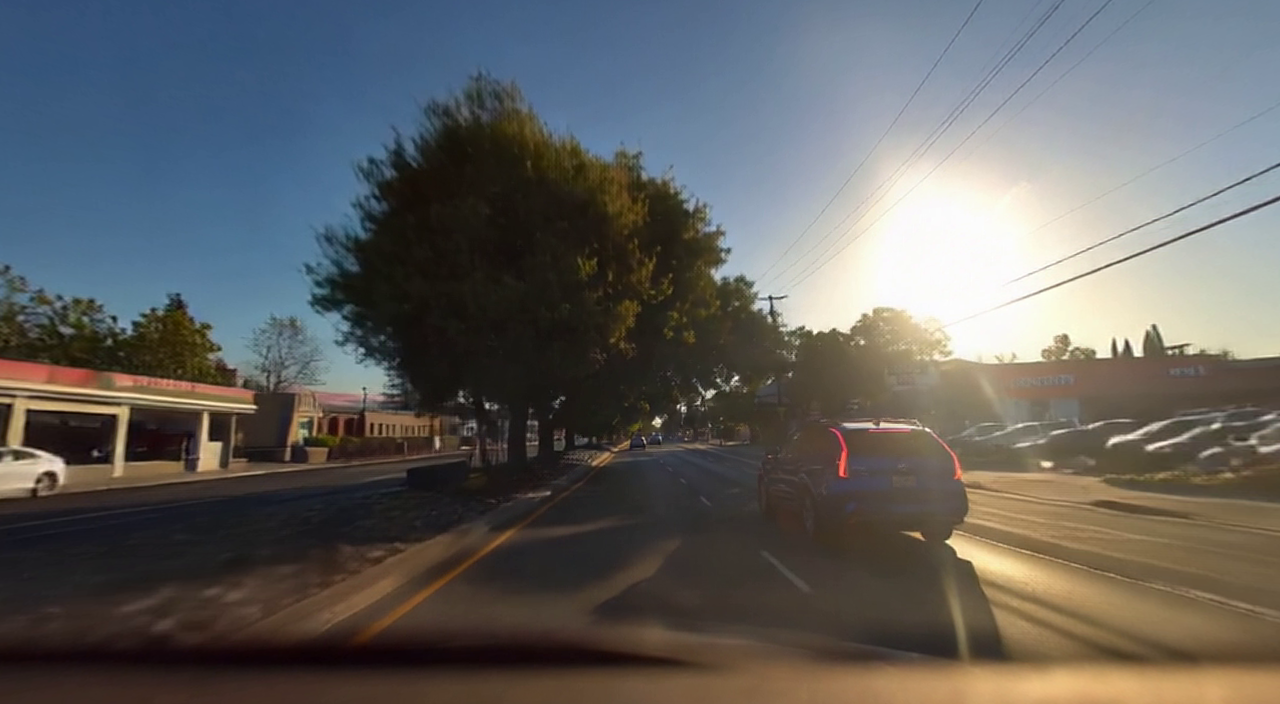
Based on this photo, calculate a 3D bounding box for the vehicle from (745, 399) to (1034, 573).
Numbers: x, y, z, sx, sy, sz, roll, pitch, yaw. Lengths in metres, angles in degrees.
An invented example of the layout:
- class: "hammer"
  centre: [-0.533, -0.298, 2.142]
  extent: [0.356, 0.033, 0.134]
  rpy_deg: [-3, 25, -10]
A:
- class: "vehicle"
  centre: [2.983, 1.737, 8.947]
  extent: [2.130, 1.790, 4.615]
  rpy_deg: [0, -9, -1]
